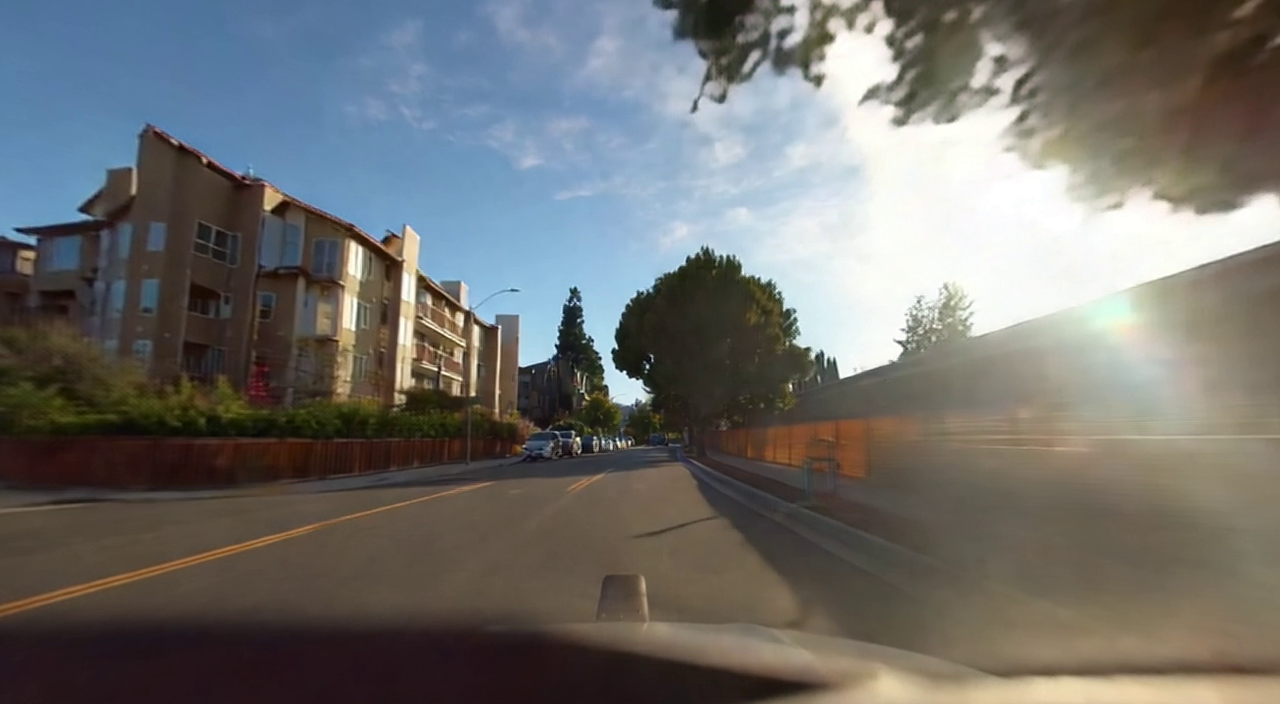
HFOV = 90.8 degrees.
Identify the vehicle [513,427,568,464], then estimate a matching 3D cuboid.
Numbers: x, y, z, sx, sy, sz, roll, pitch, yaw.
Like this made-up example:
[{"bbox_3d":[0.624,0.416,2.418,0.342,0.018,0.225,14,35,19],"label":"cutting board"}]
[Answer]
[{"bbox_3d":[-5.854,5.606,37.916,2.192,1.965,4.917,2,-8,3],"label":"vehicle"}]
